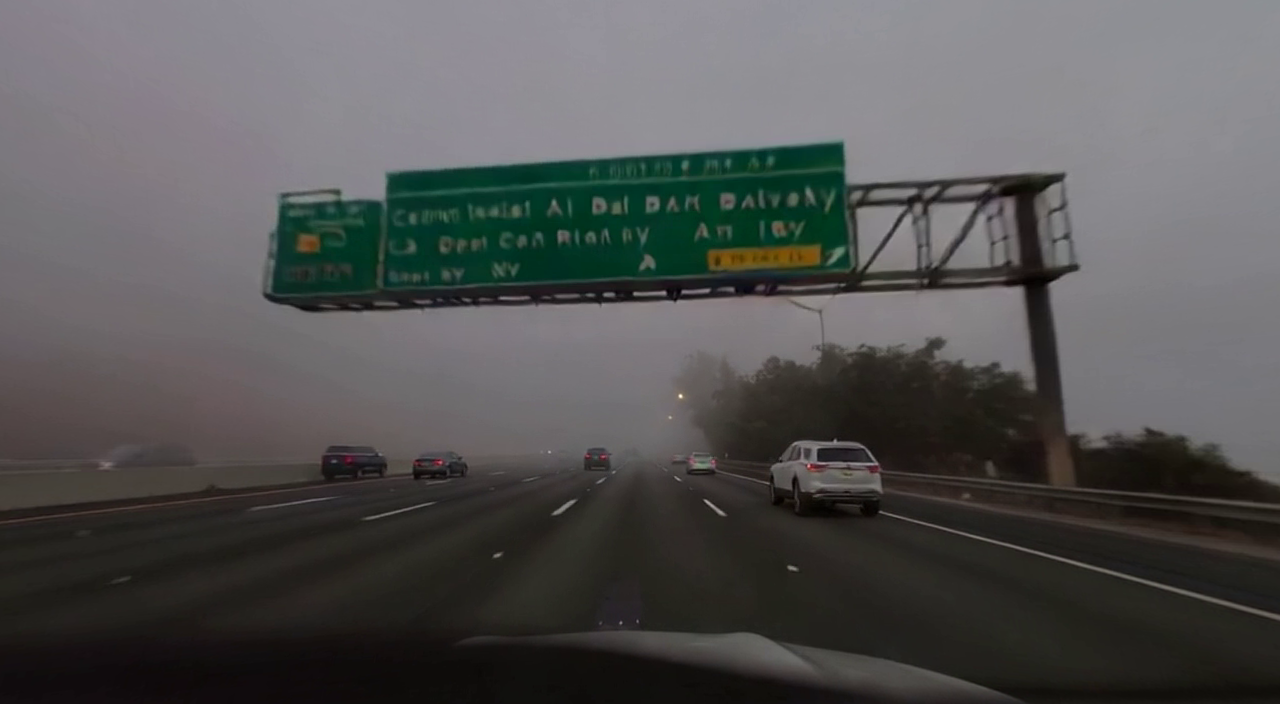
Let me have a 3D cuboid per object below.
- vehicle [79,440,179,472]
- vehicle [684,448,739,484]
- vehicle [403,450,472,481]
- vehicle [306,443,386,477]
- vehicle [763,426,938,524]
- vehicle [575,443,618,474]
[{"bbox_3d":[-35.584,7.244,44.133,2.349,2.076,5.394,0,-9,1],"label":"vehicle"},{"bbox_3d":[3.282,5.314,29.751,2.126,1.529,4.438,0,-9,0],"label":"vehicle"},{"bbox_3d":[-10.366,5.803,32.588,1.974,1.472,4.684,0,-9,1],"label":"vehicle"},{"bbox_3d":[-16.740,6.153,36.201,2.181,1.819,4.830,0,-9,1],"label":"vehicle"},{"bbox_3d":[4.361,2.638,14.074,2.218,1.776,4.807,0,-9,0],"label":"vehicle"},{"bbox_3d":[-2.830,7.118,42.472,2.449,1.929,5.503,0,-9,0],"label":"vehicle"}]
